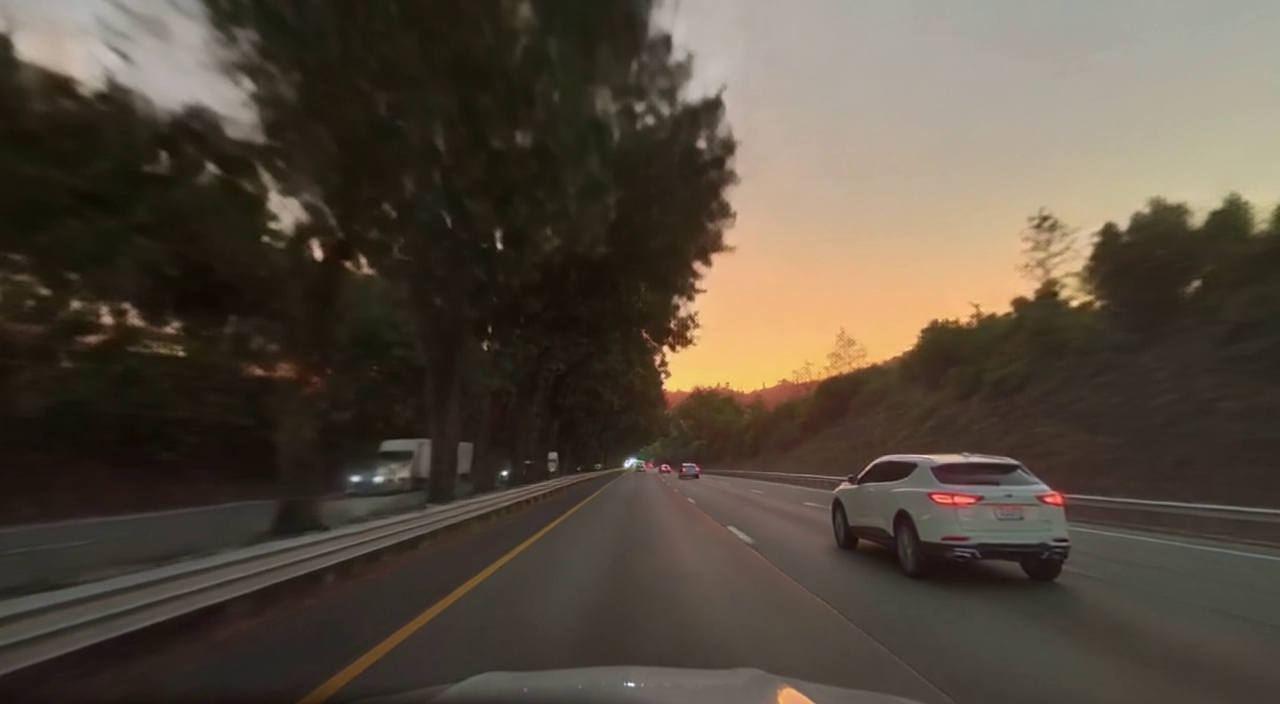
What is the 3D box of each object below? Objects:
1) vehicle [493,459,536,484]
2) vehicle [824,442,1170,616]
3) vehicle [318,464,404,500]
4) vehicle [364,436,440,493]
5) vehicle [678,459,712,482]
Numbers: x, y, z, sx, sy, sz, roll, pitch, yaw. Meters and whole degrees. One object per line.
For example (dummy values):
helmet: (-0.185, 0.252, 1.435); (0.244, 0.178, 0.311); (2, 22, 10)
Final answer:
vehicle: (-8.755, 8.373, 44.245); (1.958, 1.576, 4.727); (1, -10, 1)
vehicle: (3.743, 1.926, 7.606); (1.825, 1.494, 3.959); (1, -10, 0)
vehicle: (-12.833, 5.986, 29.307); (1.884, 1.483, 4.483); (1, -10, 0)
vehicle: (-12.863, 6.140, 34.421); (2.258, 2.849, 4.096); (0, -10, 3)
vehicle: (3.997, 8.737, 46.544); (2.156, 1.569, 3.821); (1, -10, 0)
